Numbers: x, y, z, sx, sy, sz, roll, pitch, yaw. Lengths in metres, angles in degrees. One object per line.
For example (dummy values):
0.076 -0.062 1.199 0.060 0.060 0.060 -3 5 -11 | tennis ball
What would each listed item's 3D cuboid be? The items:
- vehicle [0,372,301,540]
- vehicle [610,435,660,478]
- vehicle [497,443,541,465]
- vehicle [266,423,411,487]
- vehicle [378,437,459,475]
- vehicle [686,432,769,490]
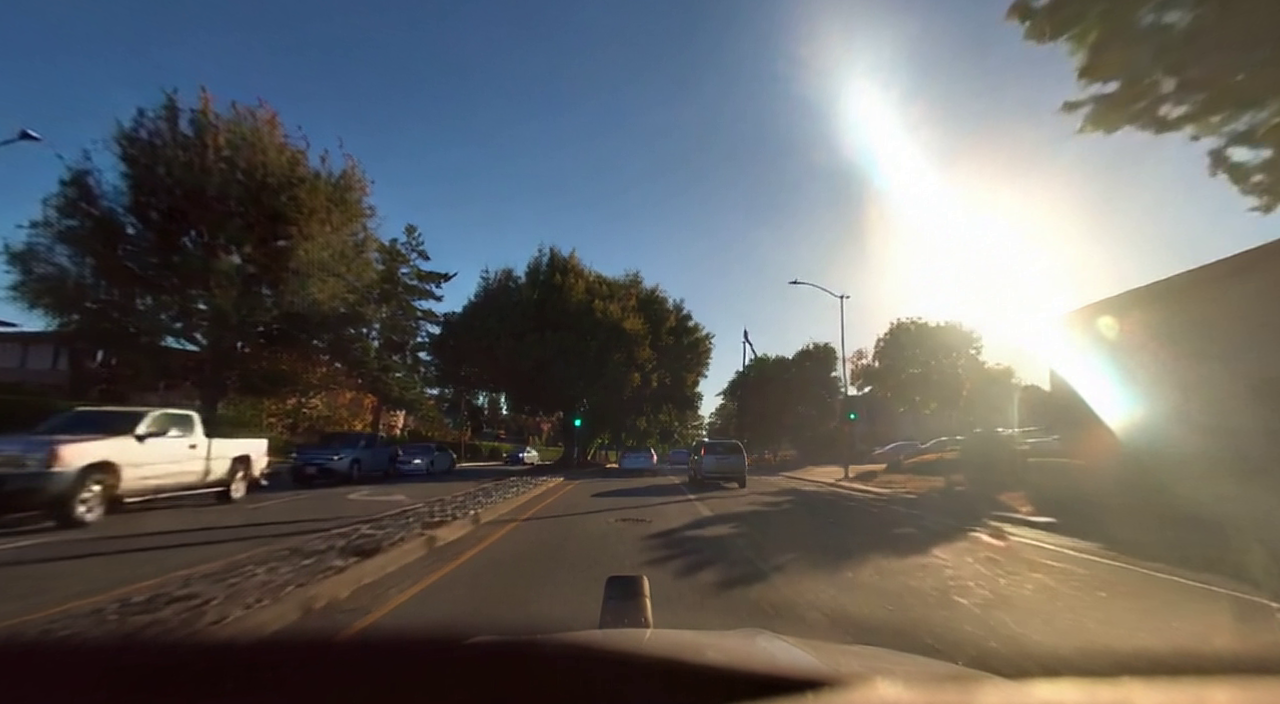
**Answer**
-9.144 1.813 11.328 2.037 2.113 7.185 0 -8 1 | vehicle
-0.236 4.849 29.470 2.185 1.822 4.391 0 -8 -1 | vehicle
-8.704 7.385 45.766 1.991 1.503 4.688 -1 -8 4 | vehicle
-9.220 3.201 19.897 1.893 1.735 5.318 0 -8 1 | vehicle
-9.175 4.328 26.505 1.829 1.463 4.403 0 -8 0 | vehicle
2.898 3.729 21.915 2.166 1.799 4.372 0 -8 -1 | vehicle
